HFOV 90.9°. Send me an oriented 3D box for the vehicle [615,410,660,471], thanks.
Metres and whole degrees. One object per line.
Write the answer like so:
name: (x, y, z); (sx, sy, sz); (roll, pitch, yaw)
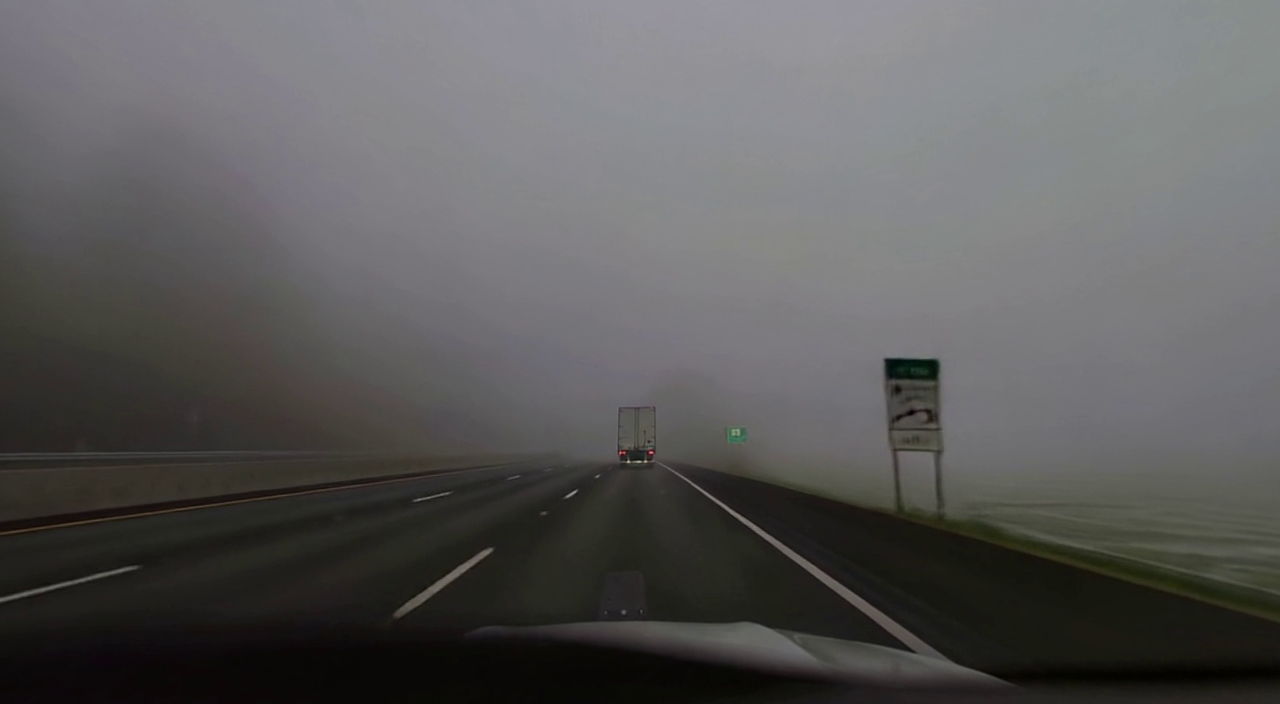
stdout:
vehicle: (-0.260, 6.637, 46.838); (2.982, 3.947, 11.075); (0, -9, -1)
